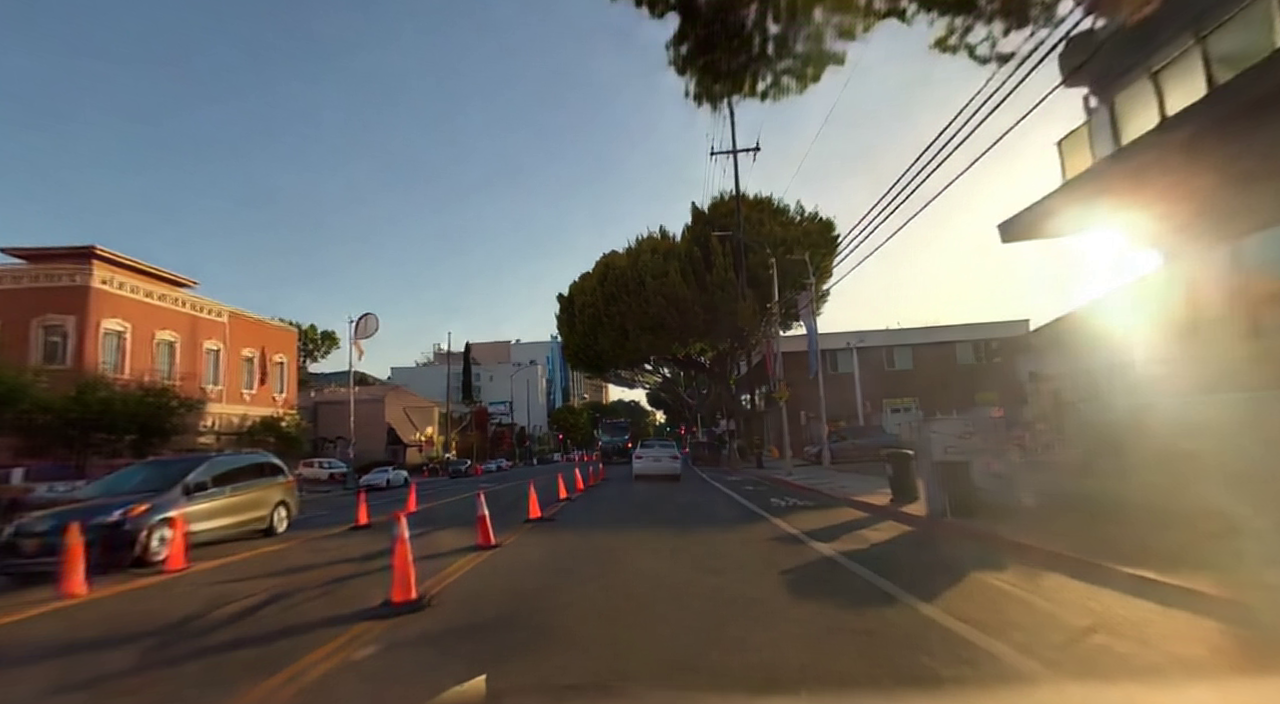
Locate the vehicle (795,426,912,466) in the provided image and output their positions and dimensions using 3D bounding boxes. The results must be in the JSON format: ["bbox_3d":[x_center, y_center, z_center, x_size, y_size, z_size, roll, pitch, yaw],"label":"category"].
[{"bbox_3d":[10.439,4.627,31.224,4.859,1.914,2.333,1,-8,-5],"label":"vehicle"}]

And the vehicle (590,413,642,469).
[{"bbox_3d":[-1.461,6.087,43.332,2.977,3.271,12.748,0,-8,-1],"label":"vehicle"}]

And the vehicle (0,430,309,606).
[{"bbox_3d":[-6.897,2.041,8.760,2.016,1.693,4.911,-3,-8,0],"label":"vehicle"}]

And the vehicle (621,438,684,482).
[{"bbox_3d":[0.502,4.038,23.909,2.159,1.506,4.086,0,-8,2],"label":"vehicle"}]

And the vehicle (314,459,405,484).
[{"bbox_3d":[-18.327,7.829,41.441,4.952,1.510,2.115,-1,-8,5],"label":"vehicle"}]
